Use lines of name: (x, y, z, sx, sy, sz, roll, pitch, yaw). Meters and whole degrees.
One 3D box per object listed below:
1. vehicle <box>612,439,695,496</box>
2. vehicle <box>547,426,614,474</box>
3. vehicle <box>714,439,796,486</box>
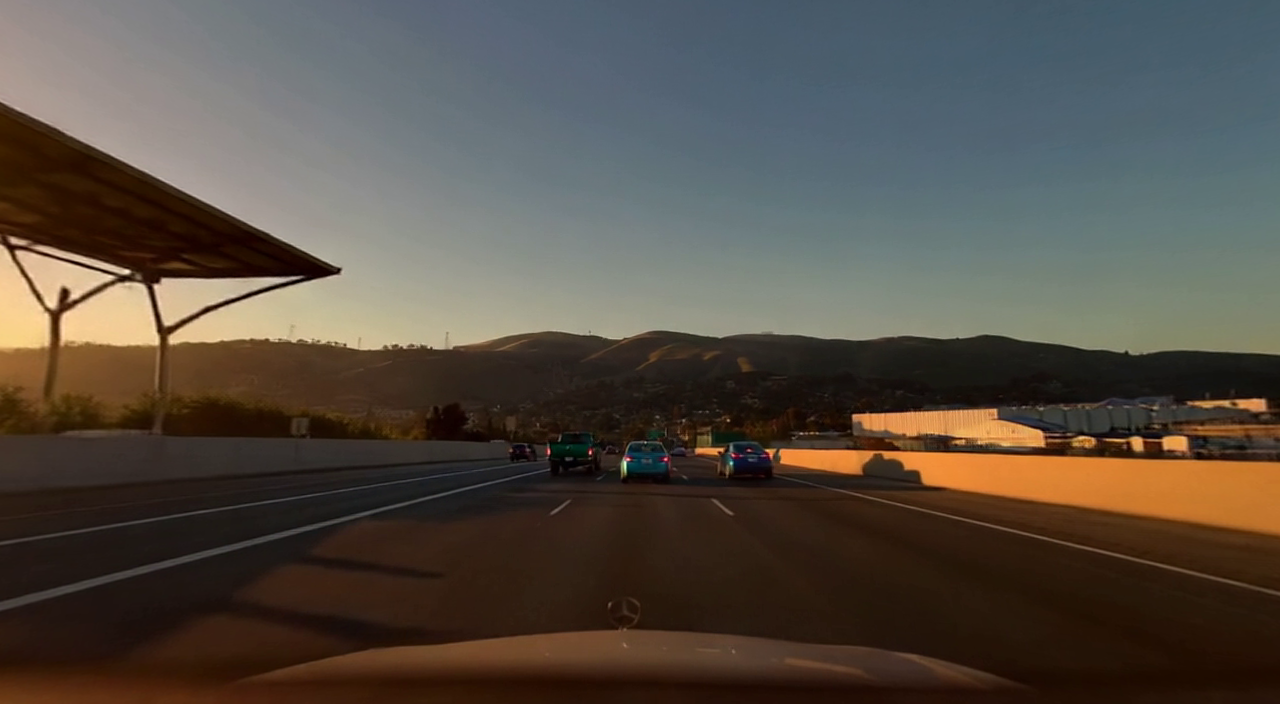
vehicle: (0.334, 3.353, 18.693, 2.171, 1.493, 4.081, 0, -9, 0)
vehicle: (-2.968, 5.146, 33.107, 2.733, 2.230, 6.820, 0, -9, 1)
vehicle: (3.997, 3.946, 22.798, 2.023, 1.510, 4.773, 0, -9, -1)
